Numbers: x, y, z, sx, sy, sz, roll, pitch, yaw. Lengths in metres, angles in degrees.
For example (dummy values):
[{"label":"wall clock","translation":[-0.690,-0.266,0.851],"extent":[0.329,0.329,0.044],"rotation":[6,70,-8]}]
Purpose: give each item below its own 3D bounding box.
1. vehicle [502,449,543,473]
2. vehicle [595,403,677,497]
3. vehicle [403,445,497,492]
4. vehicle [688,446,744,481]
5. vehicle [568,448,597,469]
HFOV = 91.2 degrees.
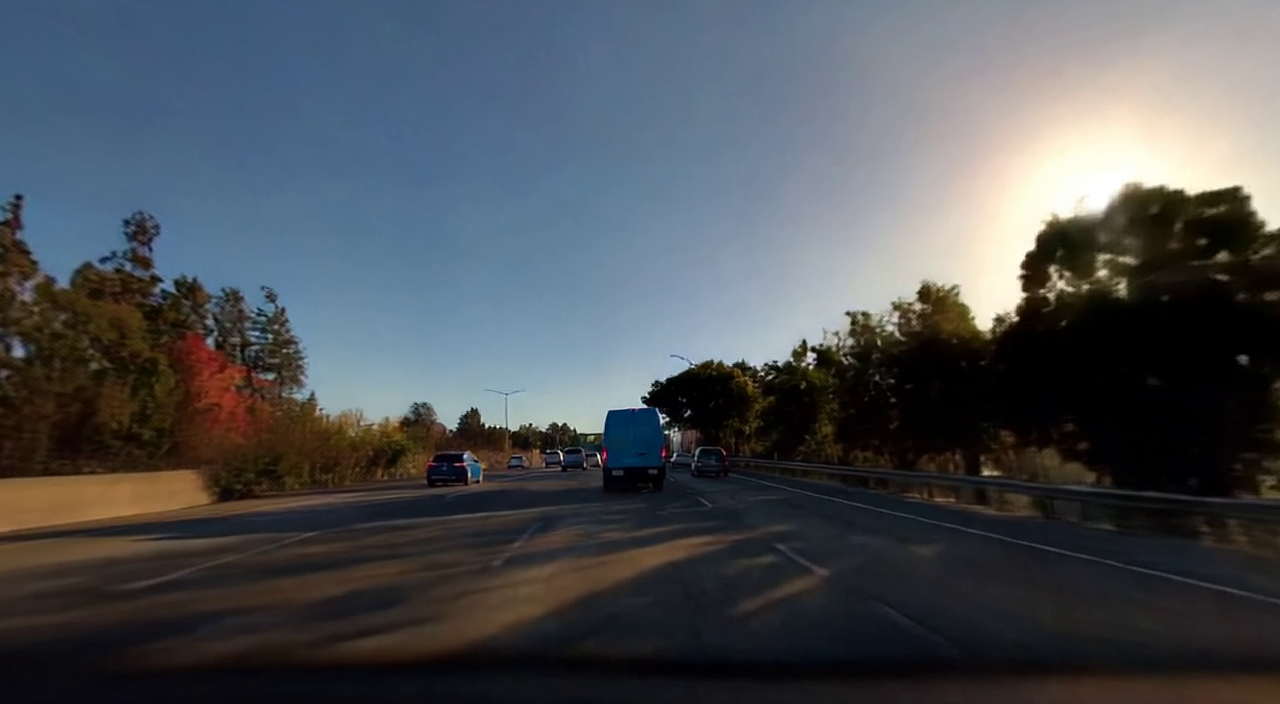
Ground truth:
[{"label":"vehicle","translation":[-7.635,7.099,41.050],"extent":[2.026,1.506,4.102],"rotation":[0,-9,-2]},{"label":"vehicle","translation":[-0.223,3.100,19.909],"extent":[2.268,2.551,5.144],"rotation":[0,-9,-3]},{"label":"vehicle","translation":[-6.785,4.190,22.911],"extent":[2.003,1.498,4.386],"rotation":[0,-9,0]},{"label":"vehicle","translation":[3.472,5.218,29.563],"extent":[2.015,1.491,4.732],"rotation":[0,-9,-1]},{"label":"vehicle","translation":[-4.440,8.253,48.800],"extent":[2.002,1.536,4.021],"rotation":[0,-9,-2]}]
